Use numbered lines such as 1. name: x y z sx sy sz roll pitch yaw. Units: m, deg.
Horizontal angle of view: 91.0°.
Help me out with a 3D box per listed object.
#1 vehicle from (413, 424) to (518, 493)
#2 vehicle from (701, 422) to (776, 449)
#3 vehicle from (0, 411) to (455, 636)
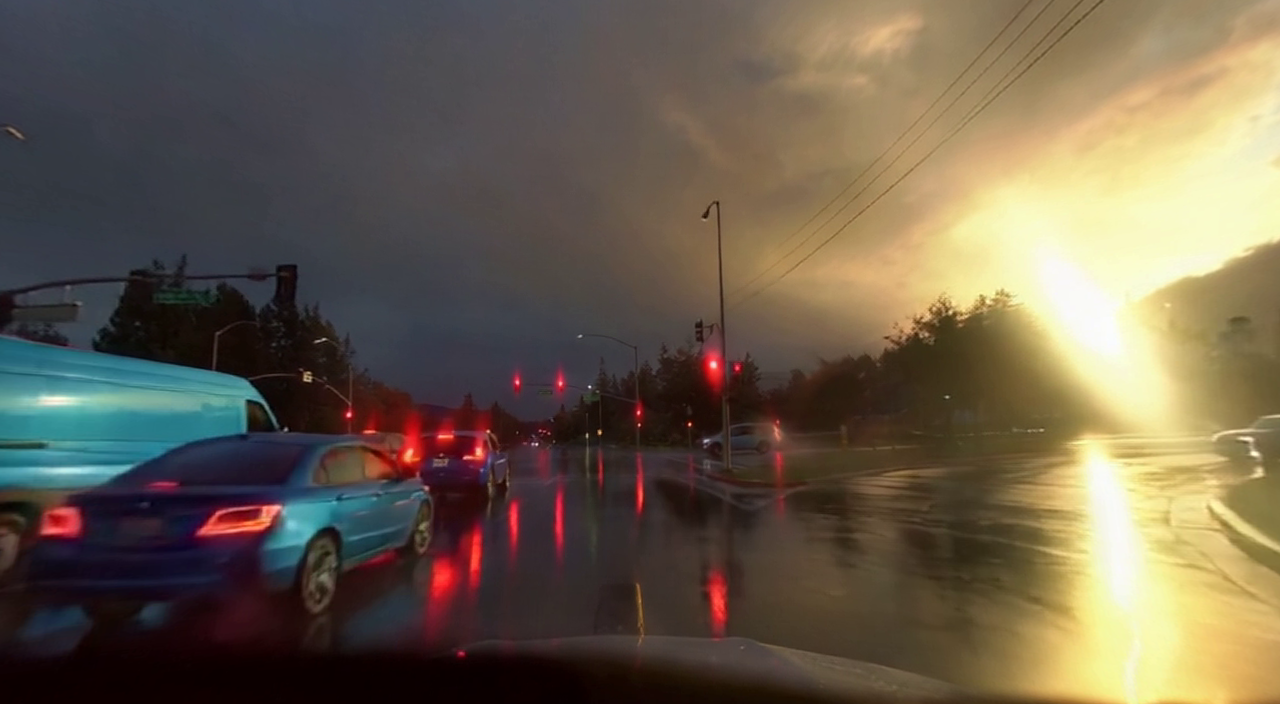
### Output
1. vehicle: -4.415 2.767 16.521 1.815 1.569 3.940 1 -9 -3
2. vehicle: 6.604 5.642 42.321 4.884 1.714 2.021 -1 -9 9
3. vehicle: -3.581 1.499 6.556 2.019 1.485 4.565 0 -9 -1
